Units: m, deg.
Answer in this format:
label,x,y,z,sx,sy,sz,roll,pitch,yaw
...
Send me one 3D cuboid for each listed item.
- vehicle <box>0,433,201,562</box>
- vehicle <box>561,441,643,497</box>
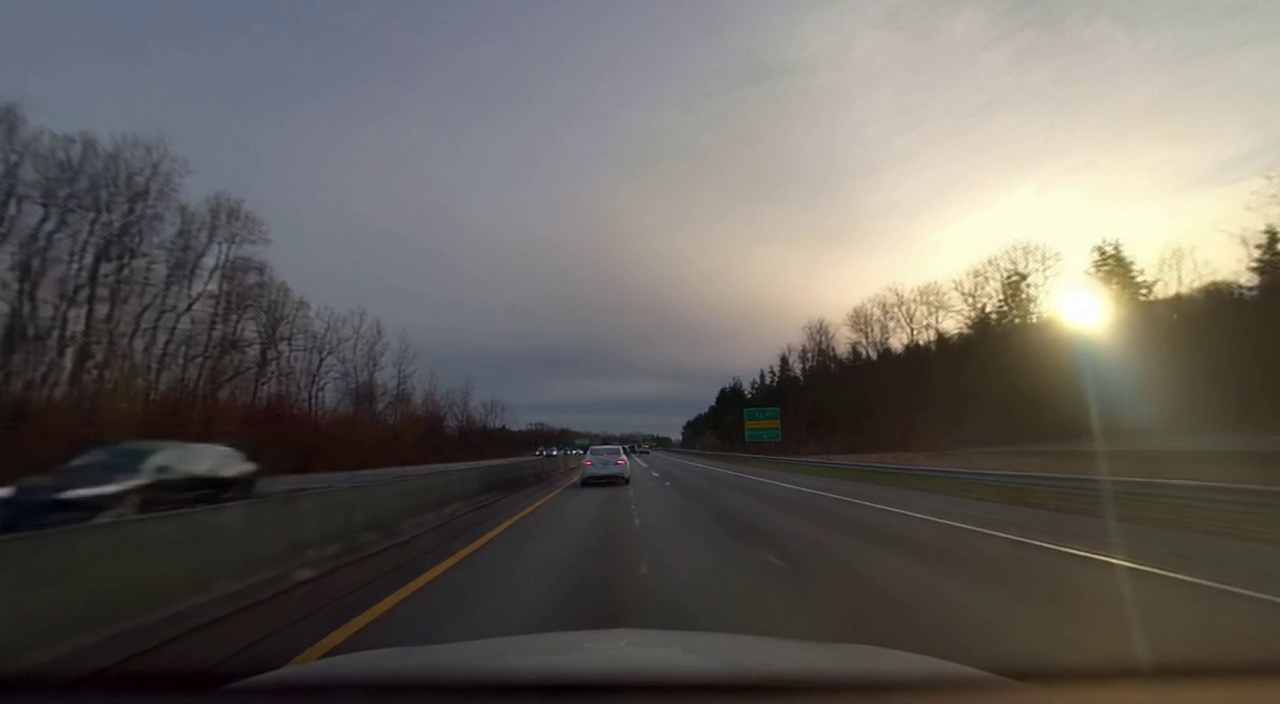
label,x,y,z,sx,sy,sz,roll,pitch,yaw
vehicle,-9.489,2.141,9.706,2.330,1.637,4.272,0,-9,-2
vehicle,-1.111,3.543,19.383,2.244,1.506,4.097,0,-9,-2
